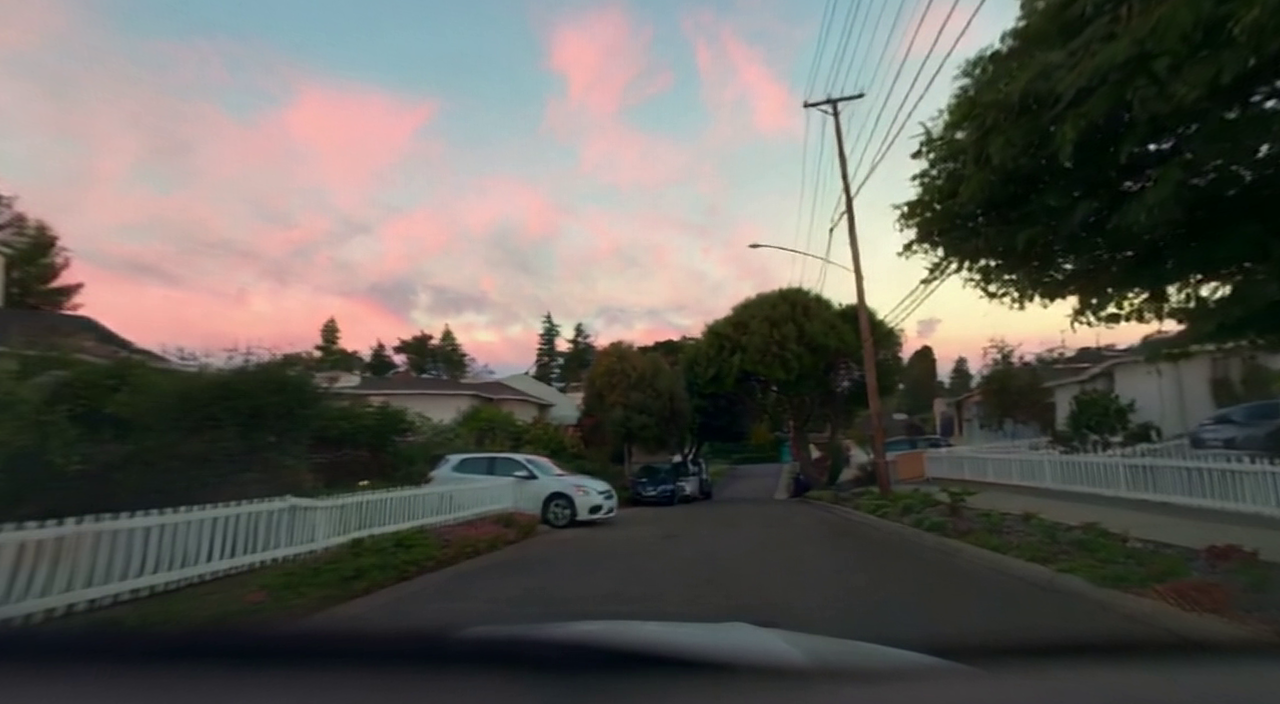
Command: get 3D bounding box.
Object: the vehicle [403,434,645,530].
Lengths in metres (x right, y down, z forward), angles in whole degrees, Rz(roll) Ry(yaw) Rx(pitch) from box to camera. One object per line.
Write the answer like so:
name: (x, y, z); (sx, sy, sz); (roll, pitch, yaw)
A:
vehicle: (-2.349, 2.790, 13.806); (4.537, 1.595, 2.471); (2, -11, 9)

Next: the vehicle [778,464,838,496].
vehicle: (9.317, 7.129, 34.986); (3.005, 1.535, 4.025); (-1, -13, 16)

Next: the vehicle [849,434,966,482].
vehicle: (11.463, 4.544, 27.327); (4.249, 1.905, 1.904); (-1, -6, 7)

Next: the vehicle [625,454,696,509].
vehicle: (0.818, 4.391, 21.976); (2.081, 1.589, 4.691); (-1, -8, 6)
